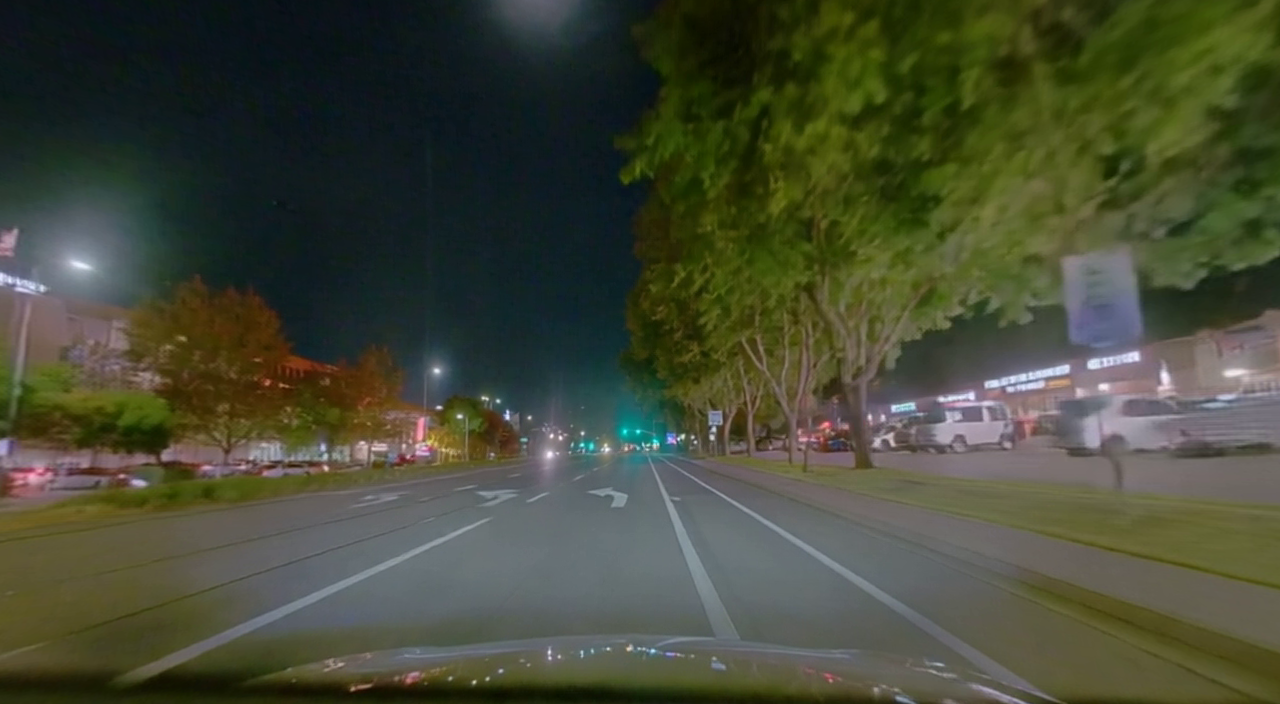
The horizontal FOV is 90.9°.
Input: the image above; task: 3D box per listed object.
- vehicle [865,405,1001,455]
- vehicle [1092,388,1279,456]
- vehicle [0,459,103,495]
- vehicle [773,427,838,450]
[{"bbox_3d":[12.696,3.395,27.570,4.713,1.767,2.268,-4,-7,1],"label":"vehicle"},{"bbox_3d":[13.017,1.657,14.667,3.651,1.470,1.616,-1,-9,0],"label":"vehicle"},{"bbox_3d":[-32.365,6.707,33.865,5.102,1.762,2.006,0,-8,-1],"label":"vehicle"},{"bbox_3d":[12.825,6.710,49.031,4.469,1.709,2.098,0,-9,-1],"label":"vehicle"}]
